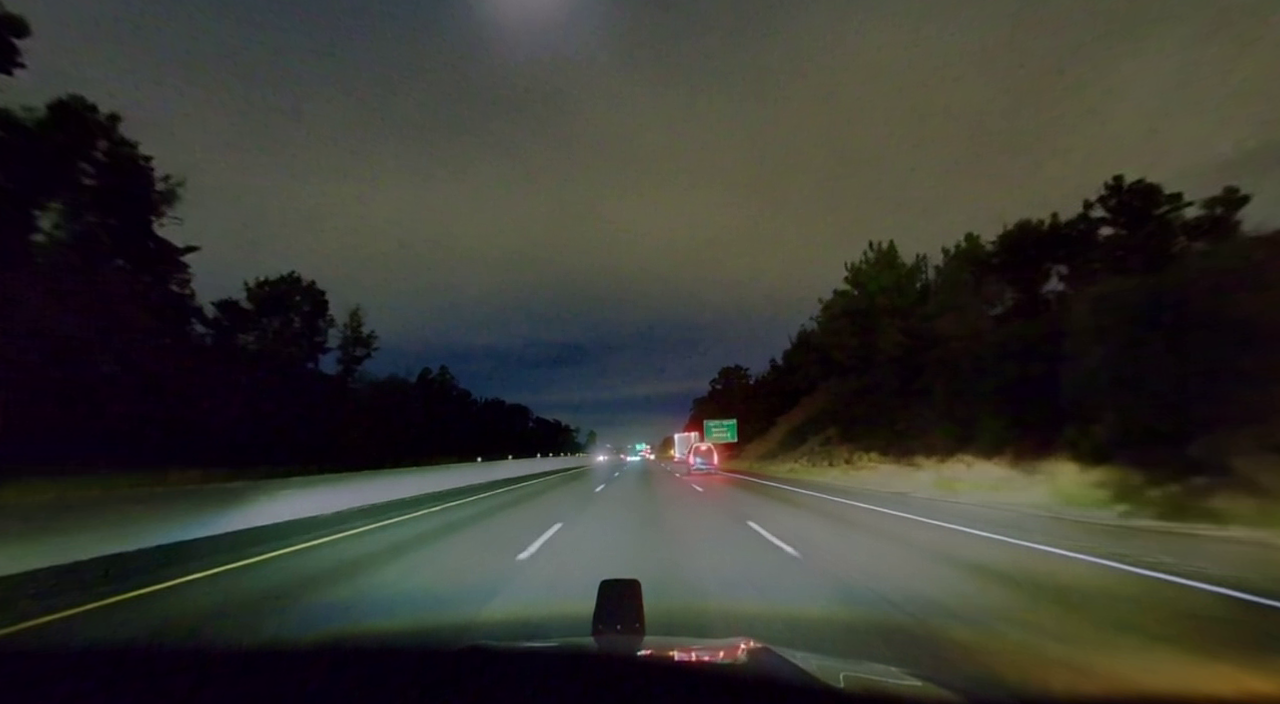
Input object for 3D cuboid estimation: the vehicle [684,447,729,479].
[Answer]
[{"bbox_3d":[3.619,6.119,35.025,2.019,1.601,3.953,0,-9,0],"label":"vehicle"}]
